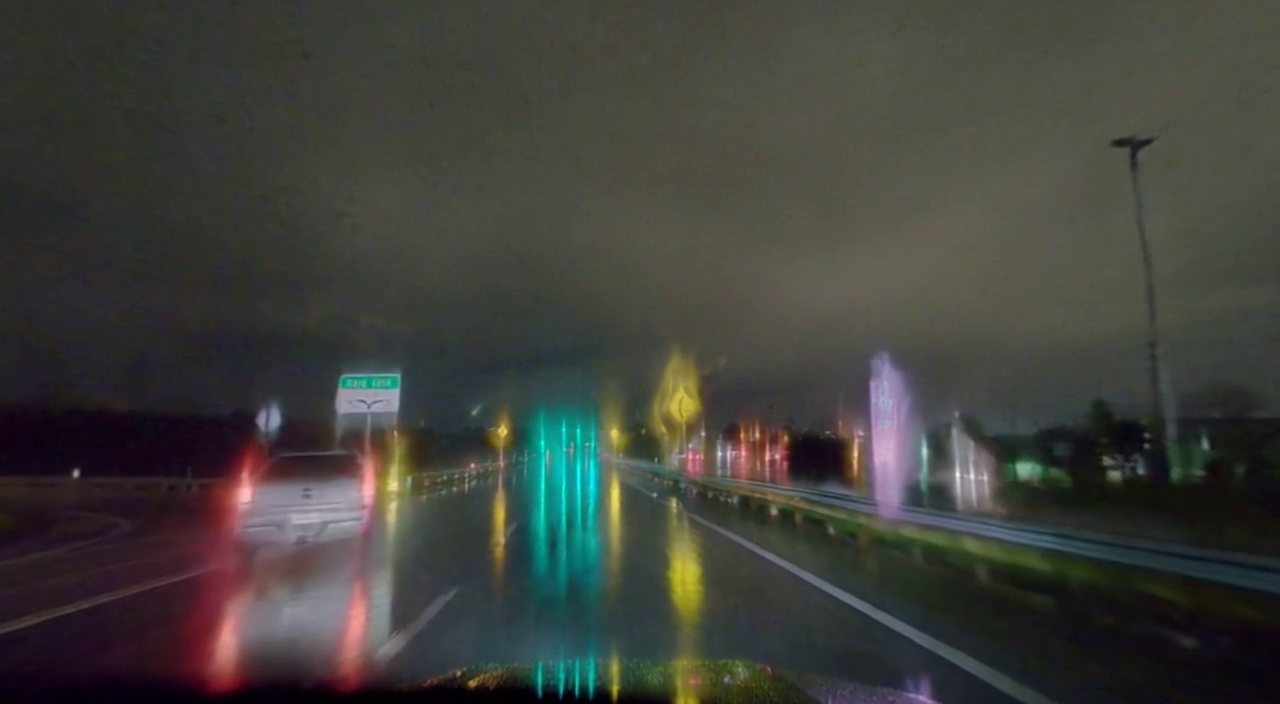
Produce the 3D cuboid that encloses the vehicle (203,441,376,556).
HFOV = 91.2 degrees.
[{"bbox_3d":[-5.721,2.260,10.440,2.006,1.486,3.950,4,-10,-28],"label":"vehicle"}]
